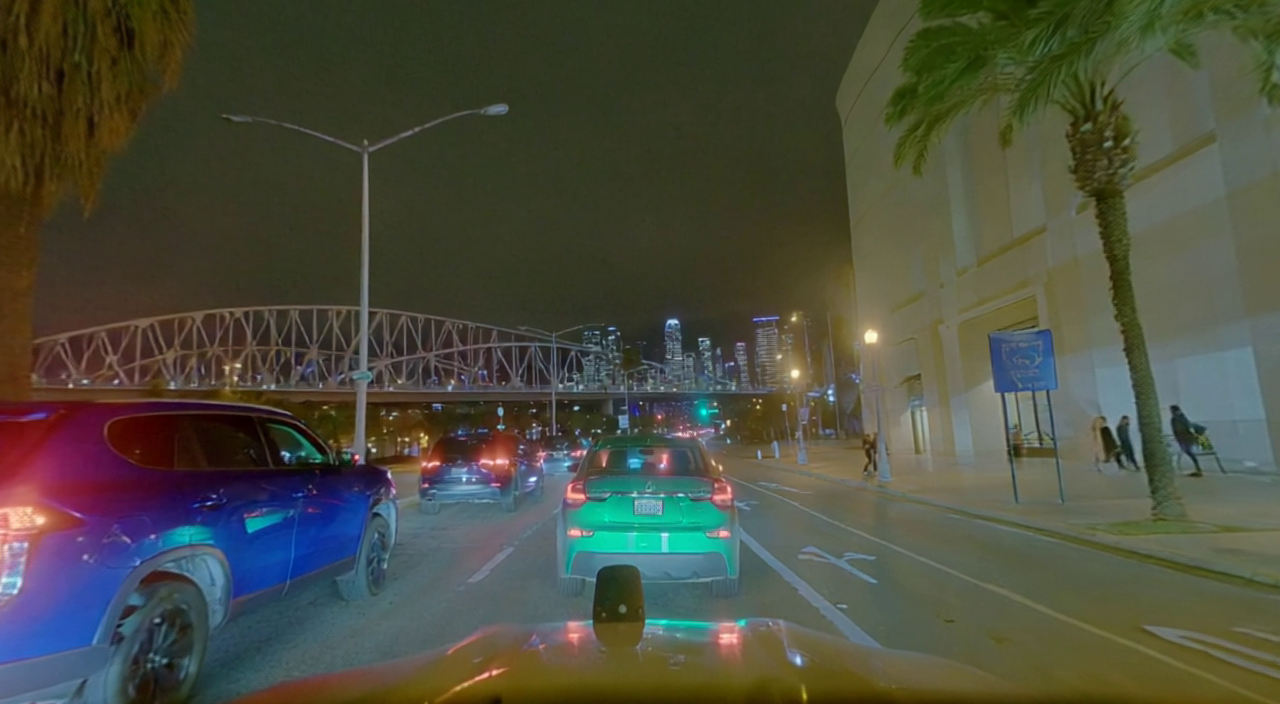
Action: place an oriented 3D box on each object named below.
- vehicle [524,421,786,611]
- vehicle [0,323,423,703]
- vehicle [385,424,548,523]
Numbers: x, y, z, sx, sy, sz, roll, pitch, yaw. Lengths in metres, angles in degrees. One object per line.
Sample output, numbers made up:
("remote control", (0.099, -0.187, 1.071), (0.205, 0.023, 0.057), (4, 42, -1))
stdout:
("vehicle", (0.101, 1.591, 7.053), (2.036, 1.461, 4.129), (0, -8, 0))
("vehicle", (-3.266, 1.064, 4.192), (2.014, 1.740, 4.359), (0, -8, 1))
("vehicle", (-3.195, 2.328, 12.592), (1.955, 1.637, 4.032), (0, -8, 2))
